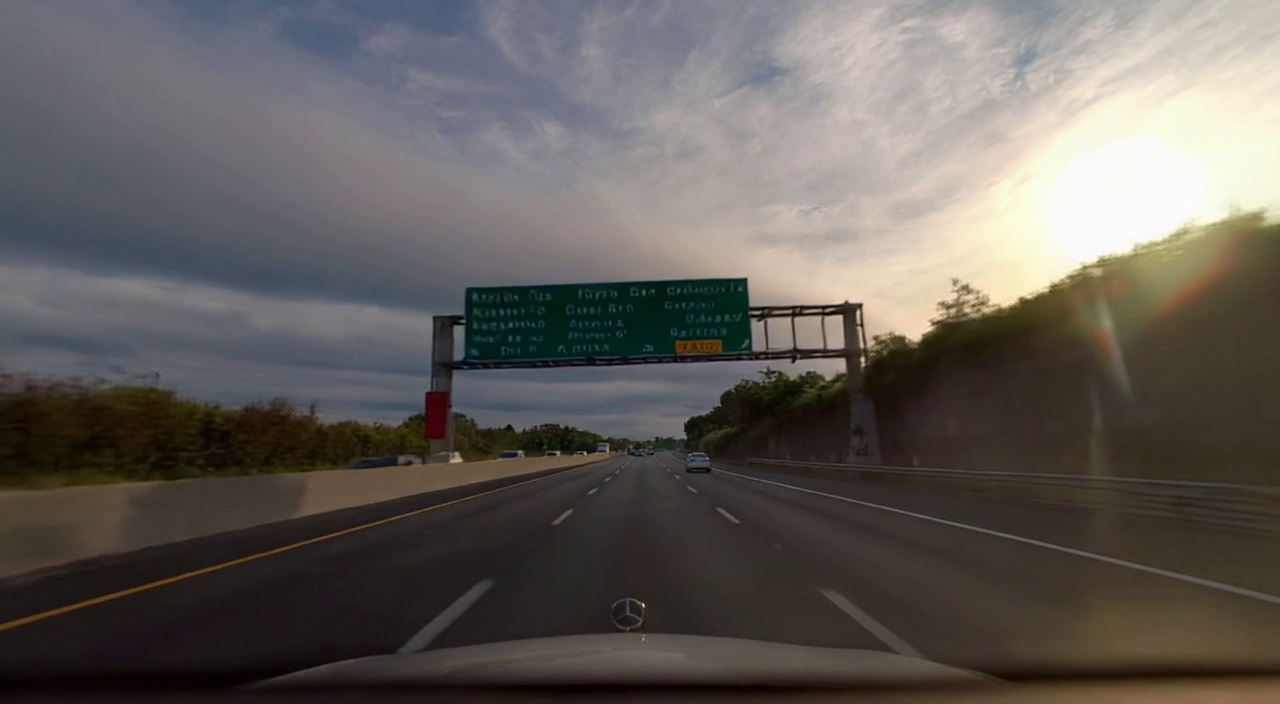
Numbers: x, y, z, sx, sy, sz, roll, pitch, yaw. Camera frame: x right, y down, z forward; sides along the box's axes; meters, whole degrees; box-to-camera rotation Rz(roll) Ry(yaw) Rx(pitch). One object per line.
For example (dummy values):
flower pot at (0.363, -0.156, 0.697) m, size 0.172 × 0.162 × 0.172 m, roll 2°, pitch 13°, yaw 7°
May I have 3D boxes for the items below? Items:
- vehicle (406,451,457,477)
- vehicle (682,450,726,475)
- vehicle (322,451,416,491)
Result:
vehicle at (-14.285, 7.654, 43.383) m, size 1.988 × 1.638 × 4.260 m, roll 0°, pitch -9°, yaw 0°
vehicle at (3.690, 6.474, 37.110) m, size 2.065 × 1.400 × 4.028 m, roll 0°, pitch -9°, yaw -1°
vehicle at (-11.339, 4.984, 26.789) m, size 1.879 × 1.511 × 4.778 m, roll 0°, pitch -9°, yaw 0°
